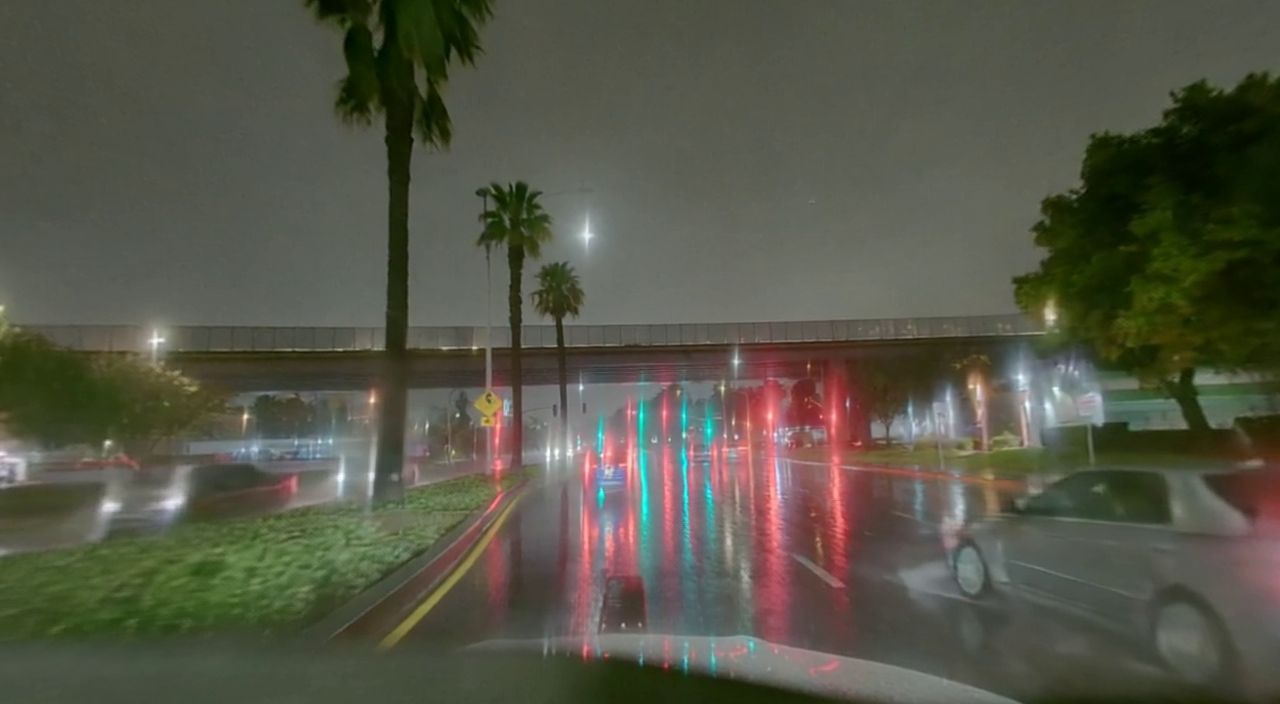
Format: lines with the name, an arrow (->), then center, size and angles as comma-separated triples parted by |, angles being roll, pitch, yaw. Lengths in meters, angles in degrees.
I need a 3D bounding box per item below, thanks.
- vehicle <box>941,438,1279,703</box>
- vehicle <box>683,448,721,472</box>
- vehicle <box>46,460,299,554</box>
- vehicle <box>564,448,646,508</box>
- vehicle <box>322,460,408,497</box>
vehicle -> 4.152, 1.318, 4.291 | 2.156, 1.404, 4.120 | 0, -9, 1
vehicle -> 4.089, 7.189, 42.067 | 2.119, 1.509, 4.495 | 0, -9, 0
vehicle -> -9.469, 3.123, 13.350 | 1.937, 1.521, 4.523 | 0, -9, -1
vehicle -> -0.988, 3.560, 18.264 | 2.111, 1.506, 4.018 | 0, -9, -3
vehicle -> -12.986, 5.980, 30.015 | 1.963, 1.518, 4.822 | 0, -9, -1
